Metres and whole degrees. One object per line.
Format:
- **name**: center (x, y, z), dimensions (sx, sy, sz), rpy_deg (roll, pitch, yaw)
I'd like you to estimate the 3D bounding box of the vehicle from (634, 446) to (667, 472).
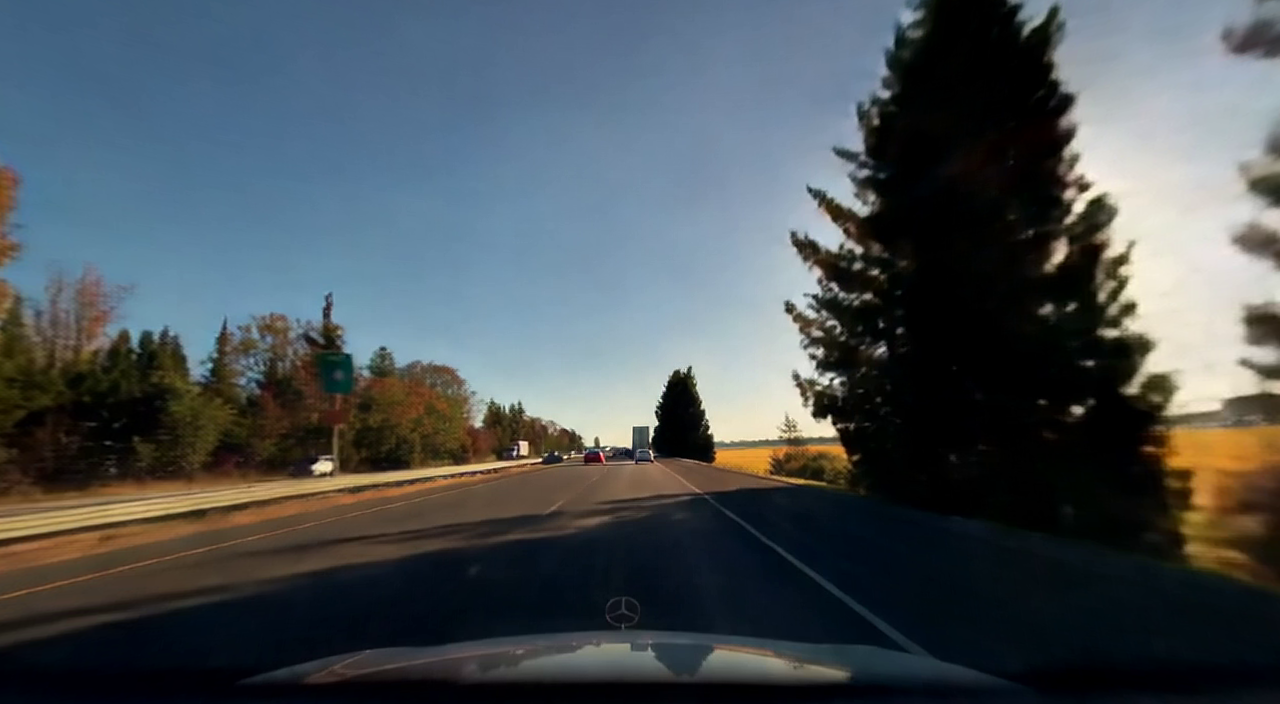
- **vehicle**: center (0.637, 7.019, 41.455), dimensions (1.992, 1.593, 3.937), rpy_deg (0, -9, -1)
